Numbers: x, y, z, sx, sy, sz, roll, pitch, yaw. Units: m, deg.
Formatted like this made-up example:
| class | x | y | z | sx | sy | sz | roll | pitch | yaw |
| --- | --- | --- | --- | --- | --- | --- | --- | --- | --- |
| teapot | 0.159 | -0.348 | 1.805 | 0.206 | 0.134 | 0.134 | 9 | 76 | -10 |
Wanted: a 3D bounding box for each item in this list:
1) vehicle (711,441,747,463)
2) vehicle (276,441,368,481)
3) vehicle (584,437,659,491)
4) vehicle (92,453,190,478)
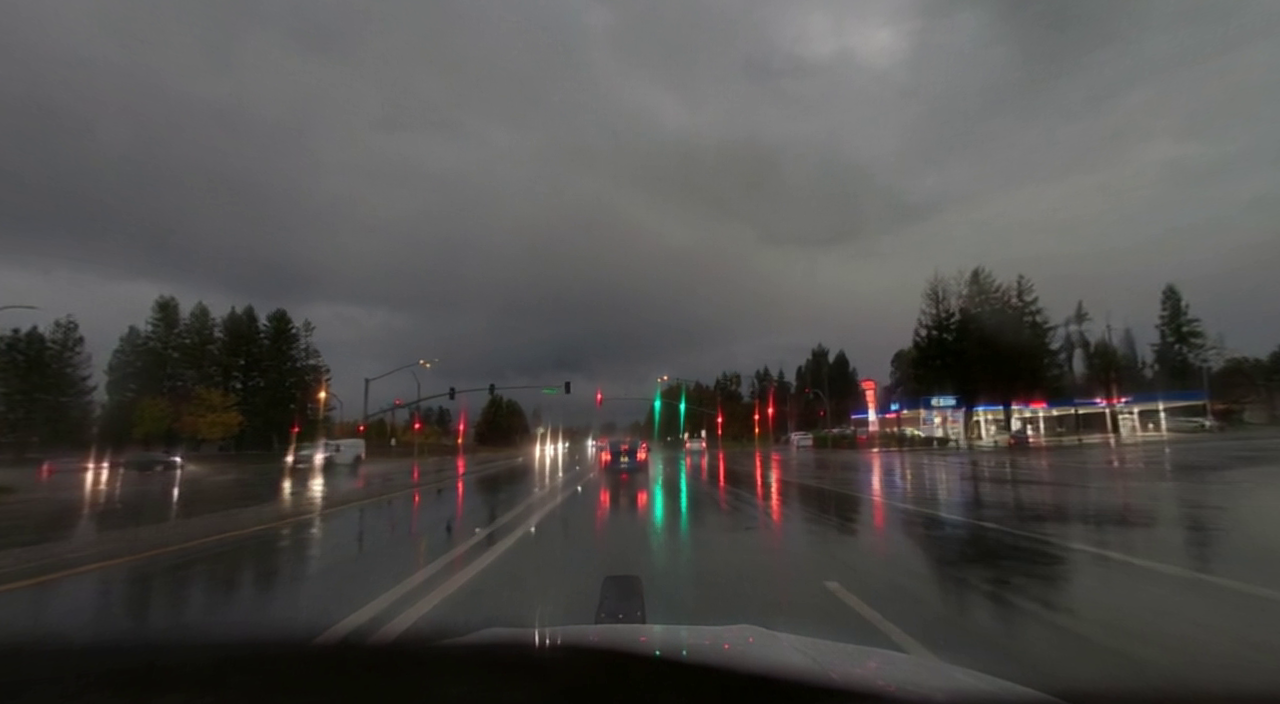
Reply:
| class | x | y | z | sx | sy | sz | roll | pitch | yaw |
| --- | --- | --- | --- | --- | --- | --- | --- | --- | --- |
| vehicle | 6.336 | 7.169 | 45.428 | 1.890 | 1.489 | 4.396 | 0 | -9 | -1 |
| vehicle | -17.396 | 5.975 | 34.976 | 2.224 | 2.000 | 5.743 | 0 | -9 | -1 |
| vehicle | -0.516 | 3.349 | 19.121 | 2.040 | 1.451 | 3.736 | 0 | -9 | 0 |
| vehicle | -36.356 | 8.238 | 46.119 | 5.292 | 1.717 | 2.099 | 0 | -9 | 0 |
